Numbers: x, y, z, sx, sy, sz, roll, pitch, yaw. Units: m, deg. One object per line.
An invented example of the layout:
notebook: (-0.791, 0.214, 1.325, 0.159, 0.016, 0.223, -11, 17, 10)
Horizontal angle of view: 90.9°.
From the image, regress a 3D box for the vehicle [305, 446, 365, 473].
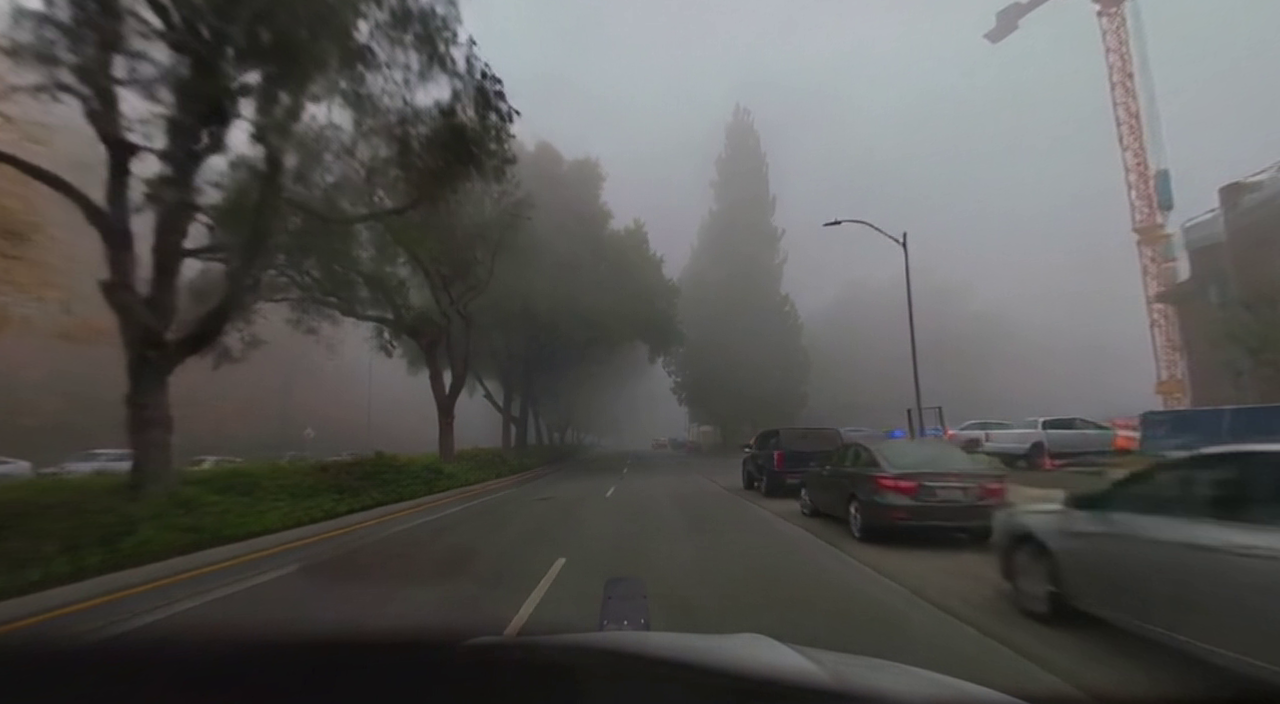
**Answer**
vehicle: (-21.625, 7.608, 44.987, 1.941, 1.743, 5.264, 0, -8, -4)

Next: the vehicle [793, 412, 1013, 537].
vehicle: (4.163, 2.002, 10.912, 1.916, 1.701, 4.358, 0, -8, 0)

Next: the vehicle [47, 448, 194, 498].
vehicle: (-21.465, 4.964, 26.385, 2.027, 1.855, 4.908, 0, -8, -1)

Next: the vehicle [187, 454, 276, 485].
vehicle: (-21.494, 6.153, 33.363, 1.834, 1.441, 4.416, 0, -8, -2)

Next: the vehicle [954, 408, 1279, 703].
vehicle: (3.995, 1.081, 3.580, 2.003, 1.442, 4.606, 0, -8, -1)

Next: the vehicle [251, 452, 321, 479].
vehicle: (-21.539, 6.881, 38.538, 1.746, 1.447, 4.448, 0, -8, 0)
